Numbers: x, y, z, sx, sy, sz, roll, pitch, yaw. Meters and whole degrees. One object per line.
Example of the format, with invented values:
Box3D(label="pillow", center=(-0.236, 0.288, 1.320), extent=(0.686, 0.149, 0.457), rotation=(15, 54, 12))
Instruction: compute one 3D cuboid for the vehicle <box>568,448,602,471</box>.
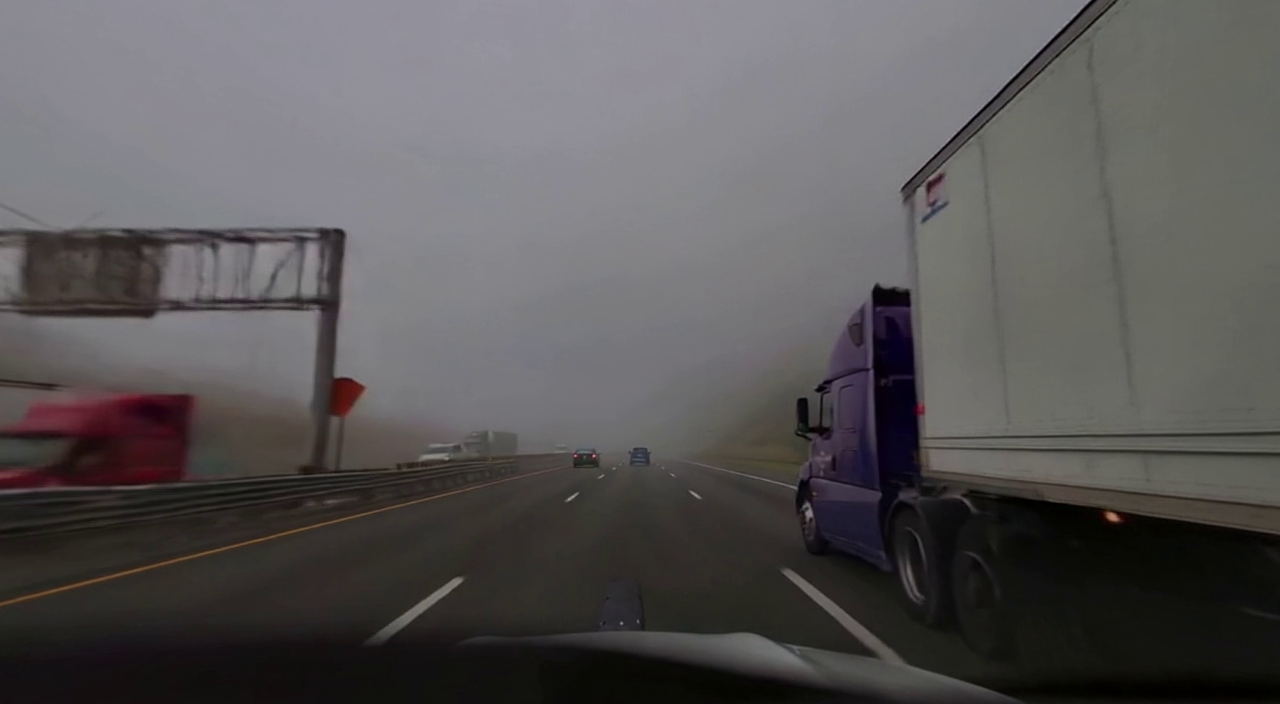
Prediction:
Box3D(label="vehicle", center=(-3.841, 7.521, 44.363), extent=(1.952, 1.521, 4.095), rotation=(0, -9, 1))

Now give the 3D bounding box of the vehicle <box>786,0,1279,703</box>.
Box3D(label="vehicle", center=(3.700, 0.341, 6.236), extent=(2.983, 3.940, 5.919), rotation=(0, -9, 0))

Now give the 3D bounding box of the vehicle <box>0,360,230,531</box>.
Box3D(label="vehicle", center=(-11.869, 1.927, 12.841), extent=(2.445, 2.805, 6.838), rotation=(0, -9, -1))

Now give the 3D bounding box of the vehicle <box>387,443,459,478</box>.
Box3D(label="vehicle", center=(-11.772, 5.919, 34.665), extent=(2.113, 1.770, 4.939), rotation=(0, -9, 1))

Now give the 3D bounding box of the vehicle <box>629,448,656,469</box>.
Box3D(label="vehicle", center=(0.149, 7.919, 47.032), extent=(1.931, 1.453, 3.695), rotation=(0, -9, 0))
